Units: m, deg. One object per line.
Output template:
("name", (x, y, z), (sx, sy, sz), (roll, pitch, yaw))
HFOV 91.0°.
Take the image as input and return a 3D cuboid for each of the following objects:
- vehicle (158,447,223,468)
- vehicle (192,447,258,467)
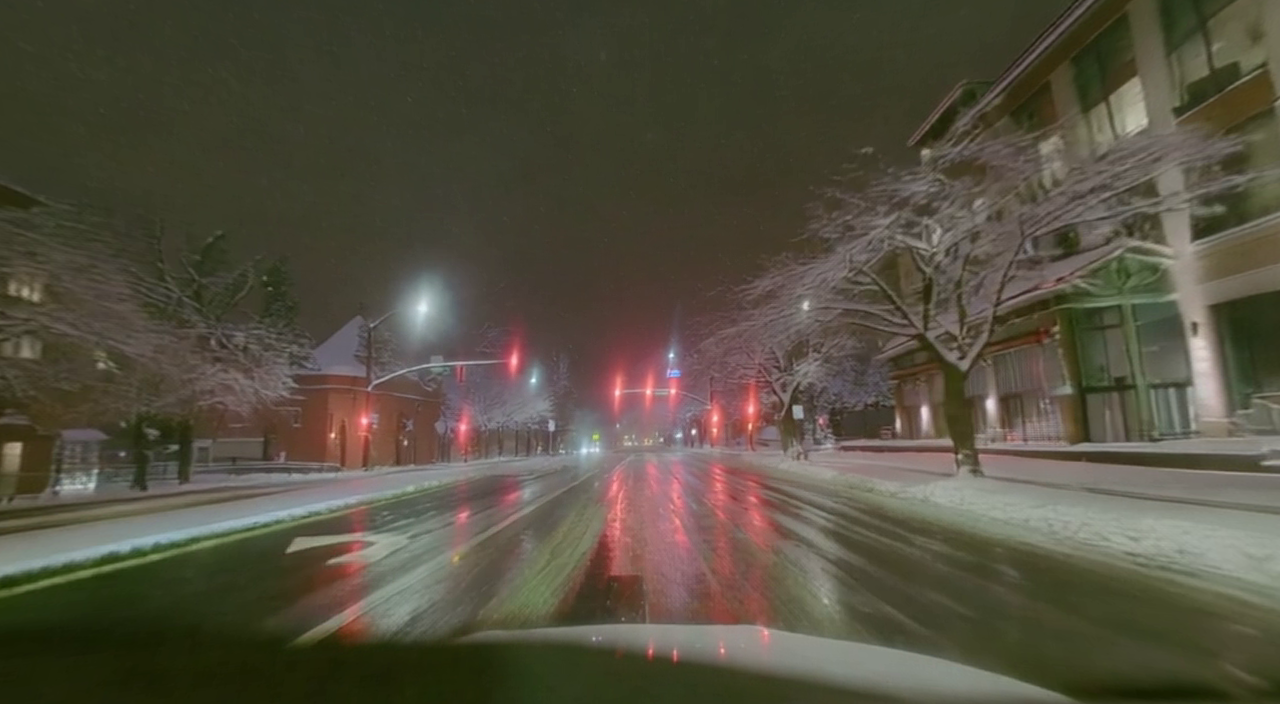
("vehicle", (-34.703, 8.144, 48.790), (1.916, 1.522, 4.217), (0, -8, 0))
("vehicle", (-32.072, 8.101, 48.874), (1.852, 1.485, 4.683), (0, -9, 1))
